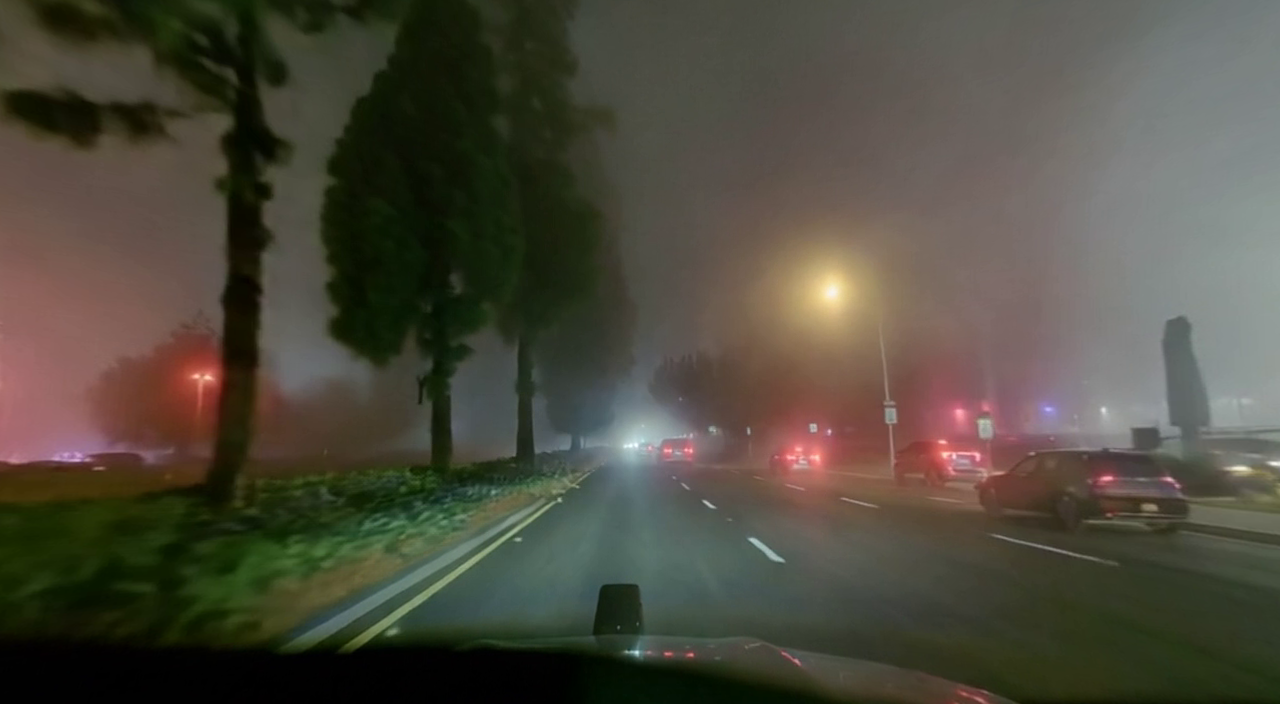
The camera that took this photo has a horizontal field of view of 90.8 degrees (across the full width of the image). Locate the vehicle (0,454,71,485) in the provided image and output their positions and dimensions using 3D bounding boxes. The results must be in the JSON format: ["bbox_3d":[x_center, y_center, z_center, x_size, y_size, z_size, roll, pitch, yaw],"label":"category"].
[{"bbox_3d":[-29.983,5.743,31.120,1.779,1.363,4.265,4,-9,-28],"label":"vehicle"}]

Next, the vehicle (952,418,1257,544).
[{"bbox_3d":[7.459,2.090,10.864,2.025,1.719,4.161,0,-8,0],"label":"vehicle"}]

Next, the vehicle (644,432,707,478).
[{"bbox_3d":[1.408,4.366,26.994,2.227,1.794,4.457,0,-8,-3],"label":"vehicle"}]

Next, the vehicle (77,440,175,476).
[{"bbox_3d":[-30.013,6.190,36.971,3.883,1.989,2.208,-1,-9,6],"label":"vehicle"}]

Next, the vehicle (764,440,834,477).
[{"bbox_3d":[7.213,4.885,29.169,2.029,1.548,4.422,0,-8,0],"label":"vehicle"}]
